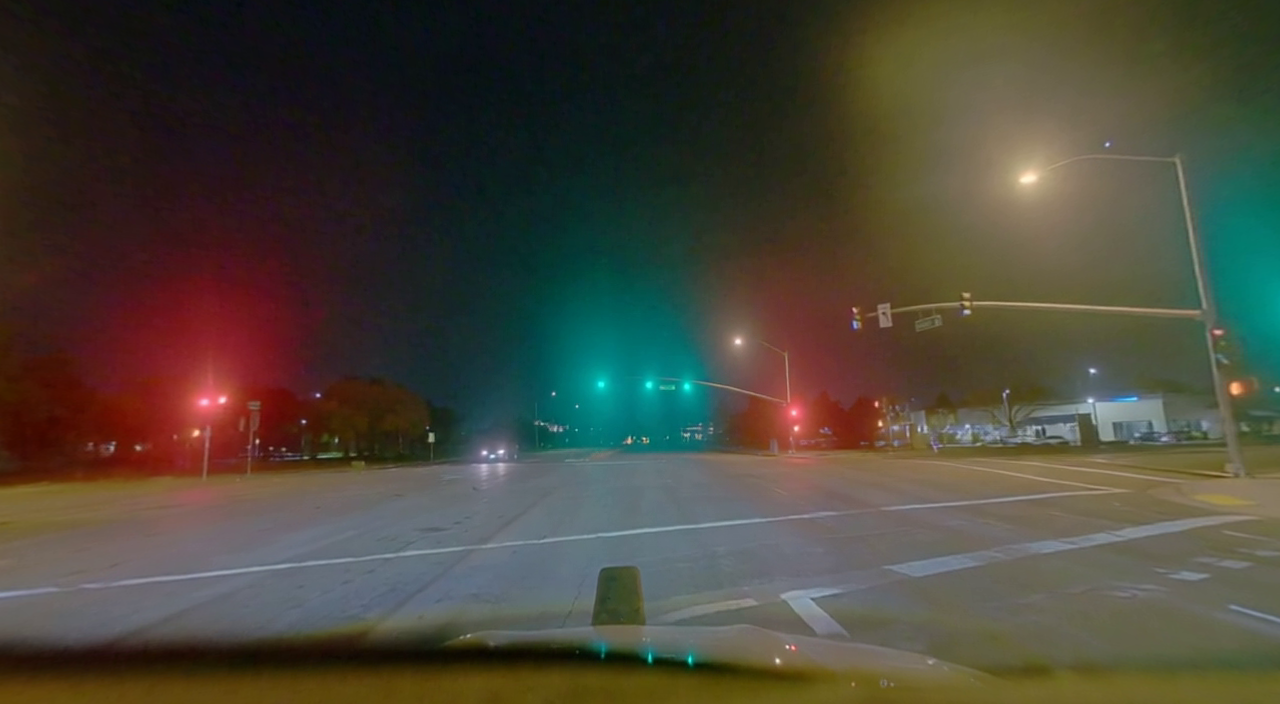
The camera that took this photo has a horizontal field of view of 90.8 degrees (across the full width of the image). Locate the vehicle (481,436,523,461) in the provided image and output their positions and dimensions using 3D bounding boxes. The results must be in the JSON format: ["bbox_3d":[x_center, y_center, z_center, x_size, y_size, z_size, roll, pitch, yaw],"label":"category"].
[{"bbox_3d":[-9.727,6.826,44.861,1.988,1.692,4.412,0,-8,0],"label":"vehicle"}]
